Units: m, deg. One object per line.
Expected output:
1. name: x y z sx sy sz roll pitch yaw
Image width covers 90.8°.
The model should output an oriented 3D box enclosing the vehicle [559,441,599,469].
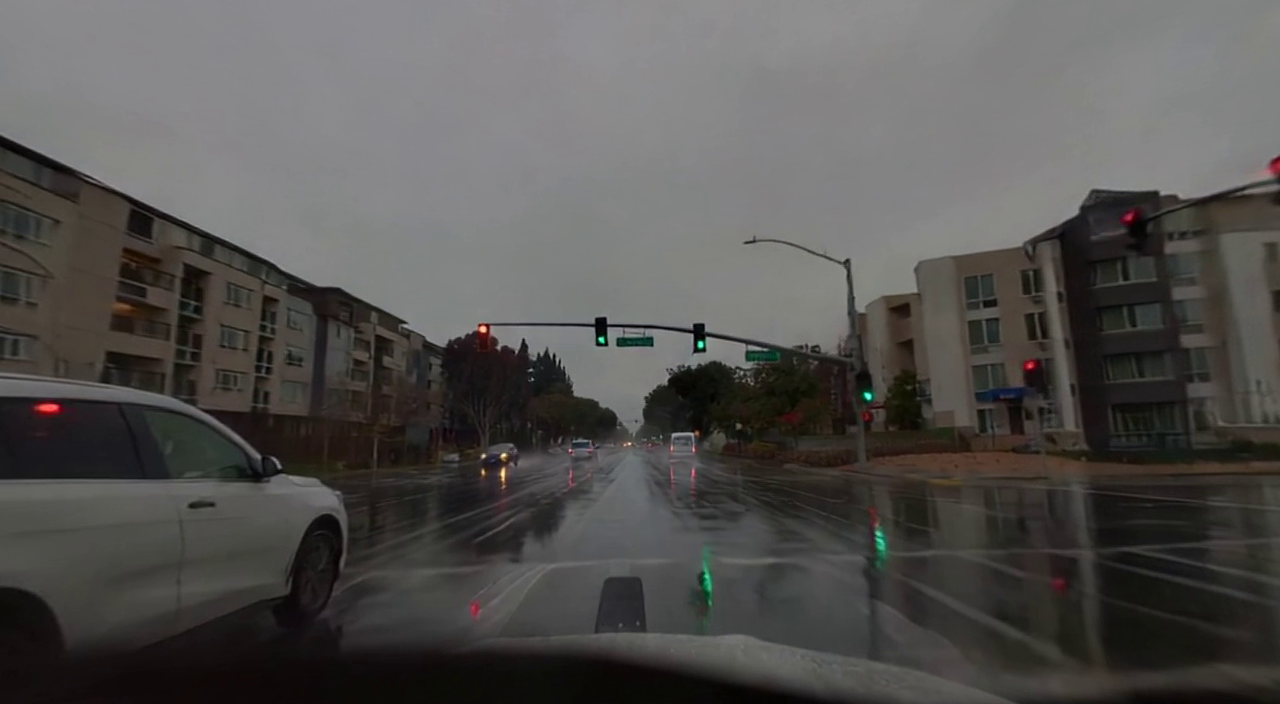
1. vehicle: -3.822 6.534 40.151 2.083 1.685 4.069 0 -8 1

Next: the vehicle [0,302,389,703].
1. vehicle: -3.860 1.002 4.158 2.225 1.984 5.168 0 -8 1

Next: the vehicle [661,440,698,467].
1. vehicle: 2.574 6.744 42.120 2.018 1.719 4.369 0 -8 -1
